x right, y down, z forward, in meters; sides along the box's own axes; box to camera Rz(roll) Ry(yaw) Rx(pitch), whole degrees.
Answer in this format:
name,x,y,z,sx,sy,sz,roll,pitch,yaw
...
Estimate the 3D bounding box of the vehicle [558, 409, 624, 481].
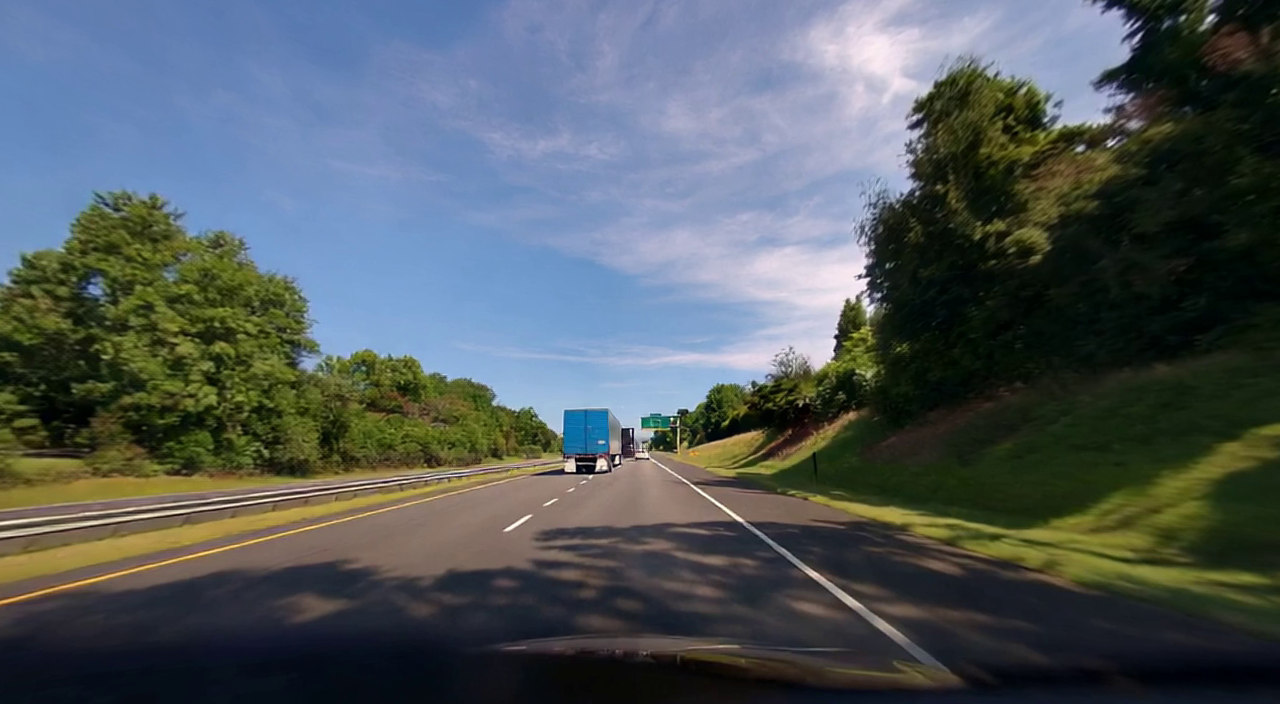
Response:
name,x,y,z,sx,sy,sz,roll,pitch,yaw
vehicle,-2.313,4.777,32.305,2.704,3.270,6.745,0,-9,1
